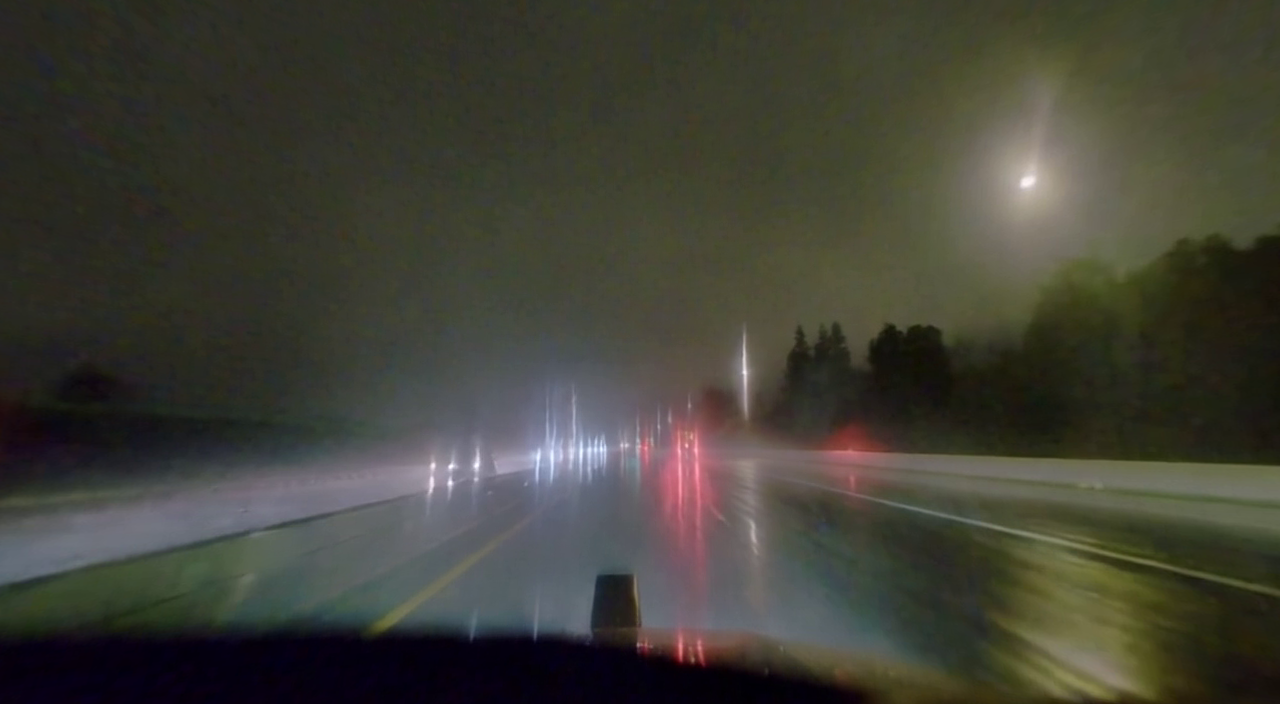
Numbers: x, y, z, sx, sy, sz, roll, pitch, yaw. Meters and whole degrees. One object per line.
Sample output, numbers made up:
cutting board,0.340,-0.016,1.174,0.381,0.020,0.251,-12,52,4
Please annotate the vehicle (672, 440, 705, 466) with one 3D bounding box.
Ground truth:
vehicle,3.291,6.694,41.743,1.972,1.614,4.025,-2,-9,7

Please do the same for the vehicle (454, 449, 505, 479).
vehicle,-8.891,6.200,35.070,1.893,1.548,4.117,0,-9,-2

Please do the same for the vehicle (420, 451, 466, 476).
vehicle,-13.327,7.526,42.652,1.920,1.572,4.264,0,-9,-3
